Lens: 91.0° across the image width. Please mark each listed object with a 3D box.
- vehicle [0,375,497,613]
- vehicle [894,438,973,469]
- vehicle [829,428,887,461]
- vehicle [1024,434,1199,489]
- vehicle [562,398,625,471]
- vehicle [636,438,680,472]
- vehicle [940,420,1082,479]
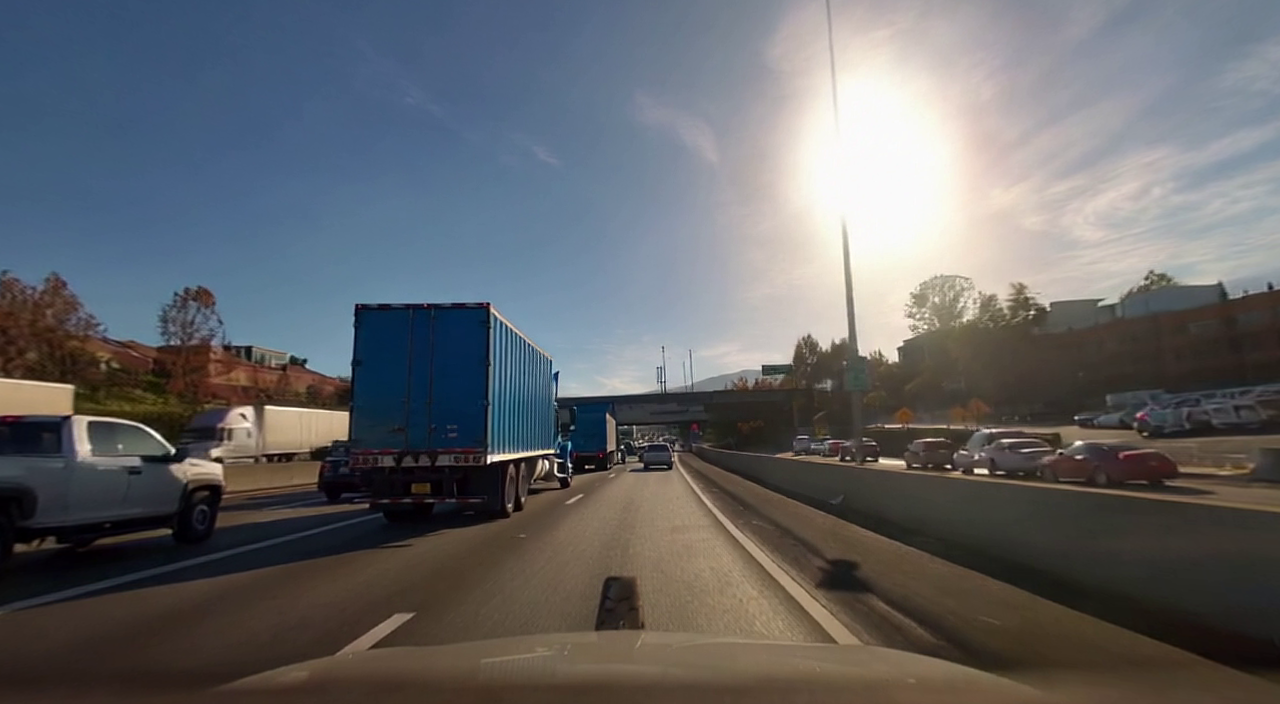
[{"bbox_3d":[-3.428,1.363,6.613,2.896,1.779,3.441,-1,-9,3],"label":"vehicle"},{"bbox_3d":[14.705,5.113,31.821,2.020,1.439,4.440,-1,-9,3],"label":"vehicle"},{"bbox_3d":[15.649,6.717,45.579,2.341,2.228,5.669,-1,-9,3],"label":"vehicle"},{"bbox_3d":[14.099,3.293,19.287,1.859,1.452,4.749,-1,-9,3],"label":"vehicle"},{"bbox_3d":[-2.626,5.213,39.128,3.073,3.894,9.782,0,-9,1],"label":"vehicle"},{"bbox_3d":[0.961,5.408,33.203,2.178,1.640,4.071,-1,-9,2],"label":"vehicle"},{"bbox_3d":[14.378,3.853,24.989,2.241,2.052,5.864,-1,-9,3],"label":"vehicle"}]
